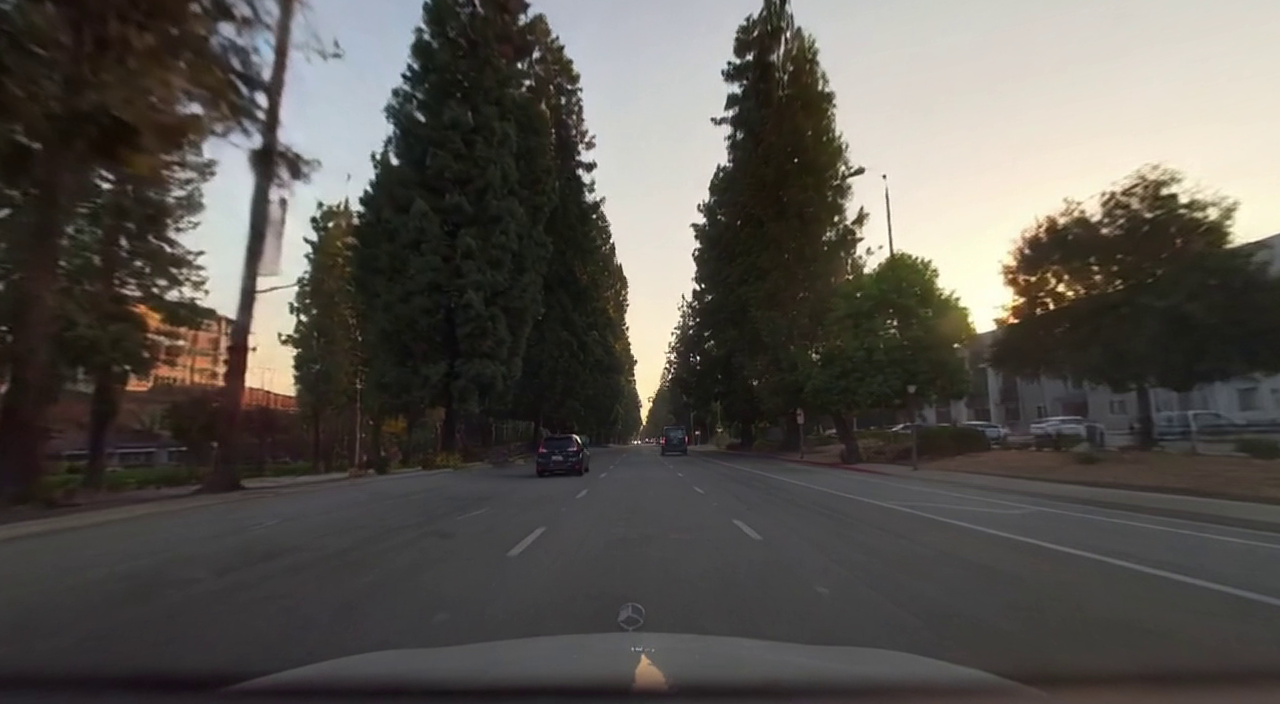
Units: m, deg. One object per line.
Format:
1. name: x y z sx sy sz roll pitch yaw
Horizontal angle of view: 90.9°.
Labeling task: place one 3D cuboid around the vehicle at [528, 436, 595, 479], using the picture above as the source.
1. vehicle: -3.161 4.376 26.378 2.129 1.602 4.532 0 -8 1
